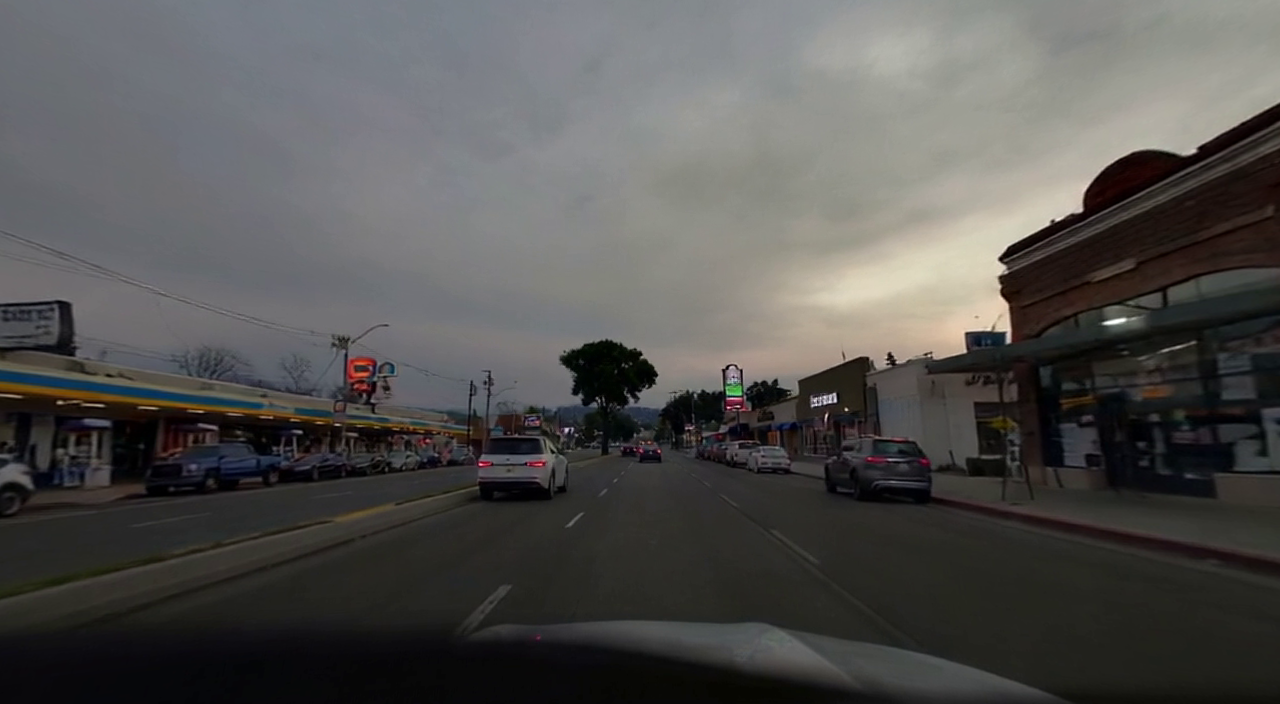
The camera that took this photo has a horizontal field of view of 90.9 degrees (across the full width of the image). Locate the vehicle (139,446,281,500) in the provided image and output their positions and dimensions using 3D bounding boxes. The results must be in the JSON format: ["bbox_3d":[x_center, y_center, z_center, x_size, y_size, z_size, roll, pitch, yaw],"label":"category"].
[{"bbox_3d":[-16.971,4.748,25.253,2.293,1.736,4.871,-2,-7,0],"label":"vehicle"}]

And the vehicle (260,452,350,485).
[{"bbox_3d":[-16.919,5.870,32.157,1.984,1.494,4.815,0,-9,0],"label":"vehicle"}]

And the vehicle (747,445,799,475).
[{"bbox_3d":[7.154,5.822,34.235,1.871,1.478,4.272,0,-9,0],"label":"vehicle"}]

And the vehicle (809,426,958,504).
[{"bbox_3d":[6.533,3.101,17.703,2.098,1.845,5.117,0,-9,0],"label":"vehicle"}]

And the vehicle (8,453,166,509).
[{"bbox_3d":[-17.219,4.002,19.877,1.816,1.564,3.442,0,-9,0],"label":"vehicle"}]

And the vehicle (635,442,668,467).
[{"bbox_3d":[0.689,6.675,41.129,2.037,1.484,4.073,0,-9,0],"label":"vehicle"}]

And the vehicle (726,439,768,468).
[{"bbox_3d":[7.232,6.930,43.069,2.005,1.858,5.253,0,-9,0],"label":"vehicle"}]

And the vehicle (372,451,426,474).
[{"bbox_3d":[-16.736,7.688,44.072,1.800,1.470,4.548,-1,-9,3],"label":"vehicle"}]

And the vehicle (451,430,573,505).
[{"bbox_3d":[-3.104,2.921,16.316,2.049,1.646,4.445,-1,-9,2],"label":"vehicle"}]

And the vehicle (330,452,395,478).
[{"bbox_3d":[-16.876,6.853,38.584,1.788,1.475,4.737,0,-9,0],"label":"vehicle"}]
